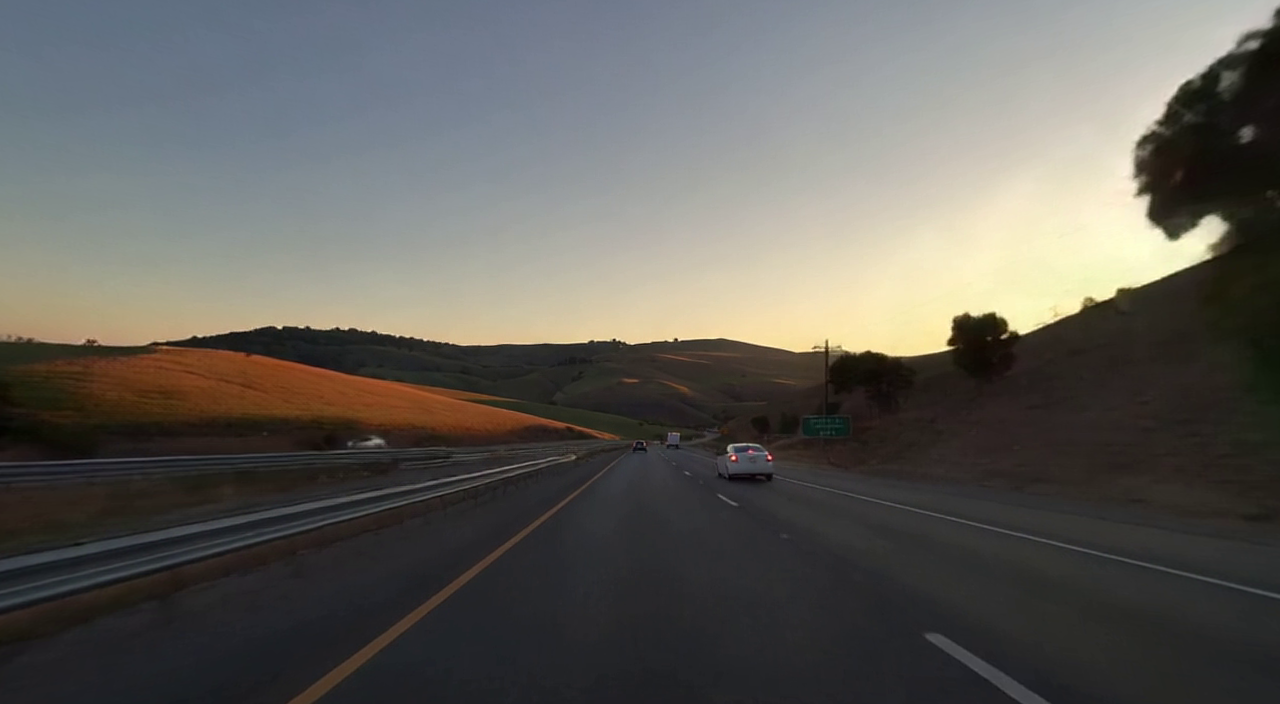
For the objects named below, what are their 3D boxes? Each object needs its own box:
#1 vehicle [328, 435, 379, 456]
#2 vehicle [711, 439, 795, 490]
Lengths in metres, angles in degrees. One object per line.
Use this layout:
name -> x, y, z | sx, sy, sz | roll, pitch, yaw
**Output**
vehicle -> -21.769, 7.128, 48.108 | 1.801, 1.462, 4.488 | 0, -8, 0
vehicle -> 3.705, 3.747, 21.500 | 1.960, 1.516, 4.657 | 0, -8, -1
